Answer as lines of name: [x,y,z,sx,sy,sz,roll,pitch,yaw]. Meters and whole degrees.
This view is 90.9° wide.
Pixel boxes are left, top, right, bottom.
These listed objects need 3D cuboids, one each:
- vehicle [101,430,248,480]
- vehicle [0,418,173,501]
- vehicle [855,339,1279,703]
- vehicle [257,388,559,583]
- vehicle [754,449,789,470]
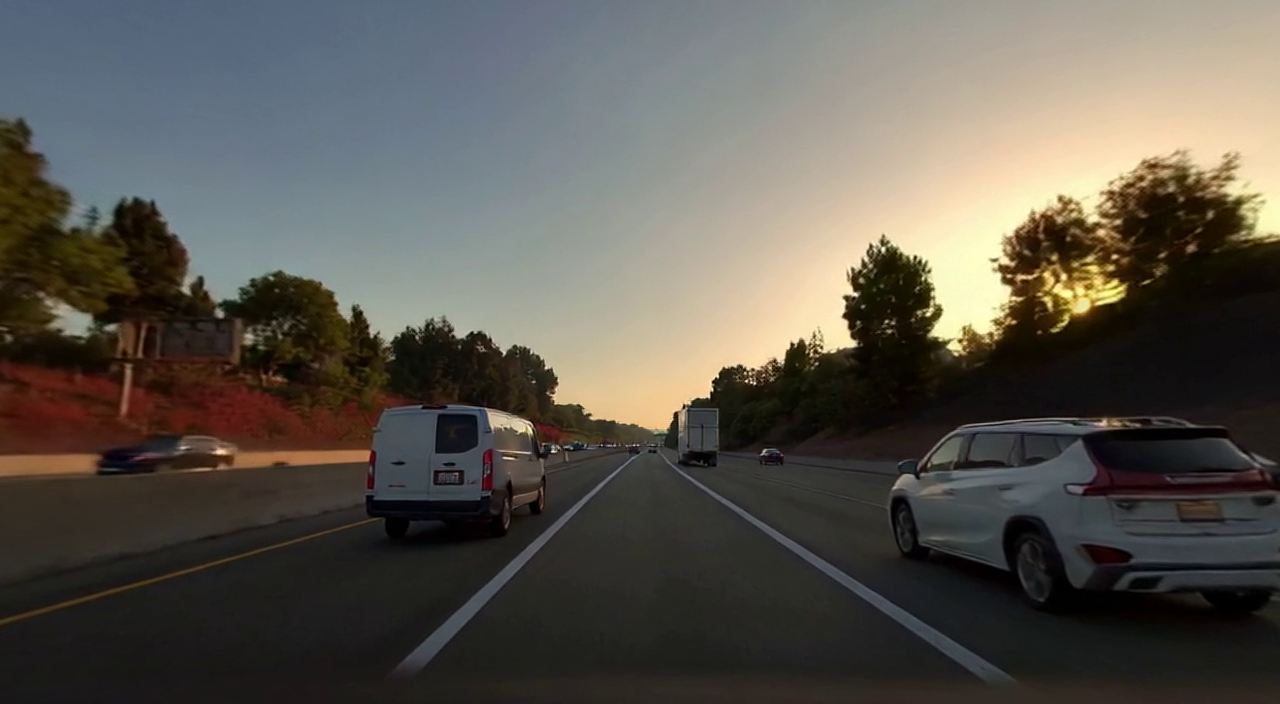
vehicle: [-17.913,3.983,24.680,1.925,1.719,5.092,0,-8,-1]
vehicle: [-15.243,2.770,16.614,1.979,1.846,4.934,0,-8,1]
vehicle: [3.771,1.205,5.270,2.209,1.862,4.717,0,-8,-1]
vehicle: [-2.650,1.712,9.000,2.159,1.922,5.345,0,-8,1]
vehicle: [9.956,8.168,48.099,1.929,1.470,4.466,0,-8,3]
